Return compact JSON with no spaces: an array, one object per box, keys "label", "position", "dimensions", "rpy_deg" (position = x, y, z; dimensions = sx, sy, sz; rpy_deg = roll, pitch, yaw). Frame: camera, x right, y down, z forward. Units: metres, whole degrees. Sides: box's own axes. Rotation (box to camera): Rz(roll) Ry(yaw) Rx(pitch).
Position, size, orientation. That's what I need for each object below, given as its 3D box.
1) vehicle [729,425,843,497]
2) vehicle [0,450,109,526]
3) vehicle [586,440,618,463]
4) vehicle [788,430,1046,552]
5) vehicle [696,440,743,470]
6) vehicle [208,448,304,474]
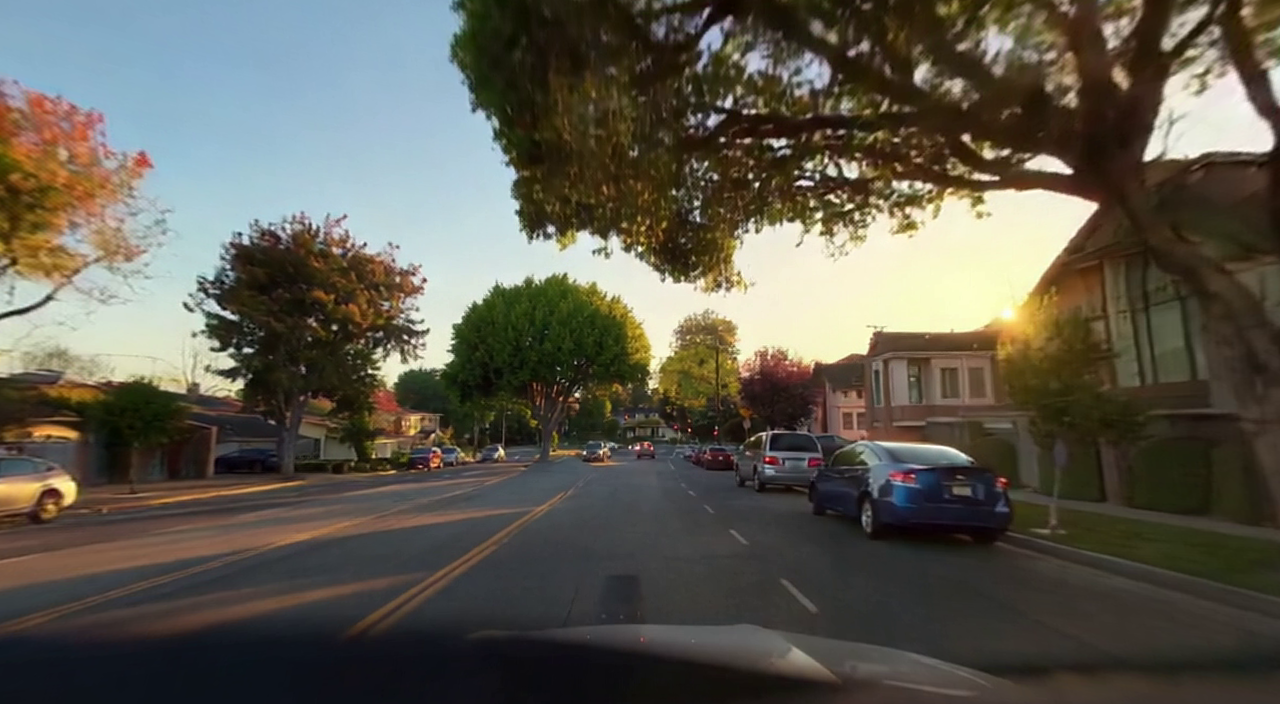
[{"label":"vehicle","position":[3.977,3.073,18.071],"dimensions":[2.069,1.780,4.480],"rpy_deg":[0,-9,-2]},{"label":"vehicle","position":[-14.138,2.824,13.151],"dimensions":[1.923,1.535,4.862],"rpy_deg":[0,-9,0]},{"label":"vehicle","position":[-2.573,6.911,43.905],"dimensions":[1.986,1.508,4.261],"rpy_deg":[0,-9,0]},{"label":"vehicle","position":[3.921,2.034,10.015],"dimensions":[1.956,1.468,4.524],"rpy_deg":[0,-9,-1]},{"label":"vehicle","position":[4.214,5.516,34.121],"dimensions":[1.964,1.485,4.454],"rpy_deg":[0,-9,1]},{"label":"vehicle","position":[-22.333,6.343,36.839],"dimensions":[4.397,1.423,1.789],"rpy_deg":[0,-9,2]}]
